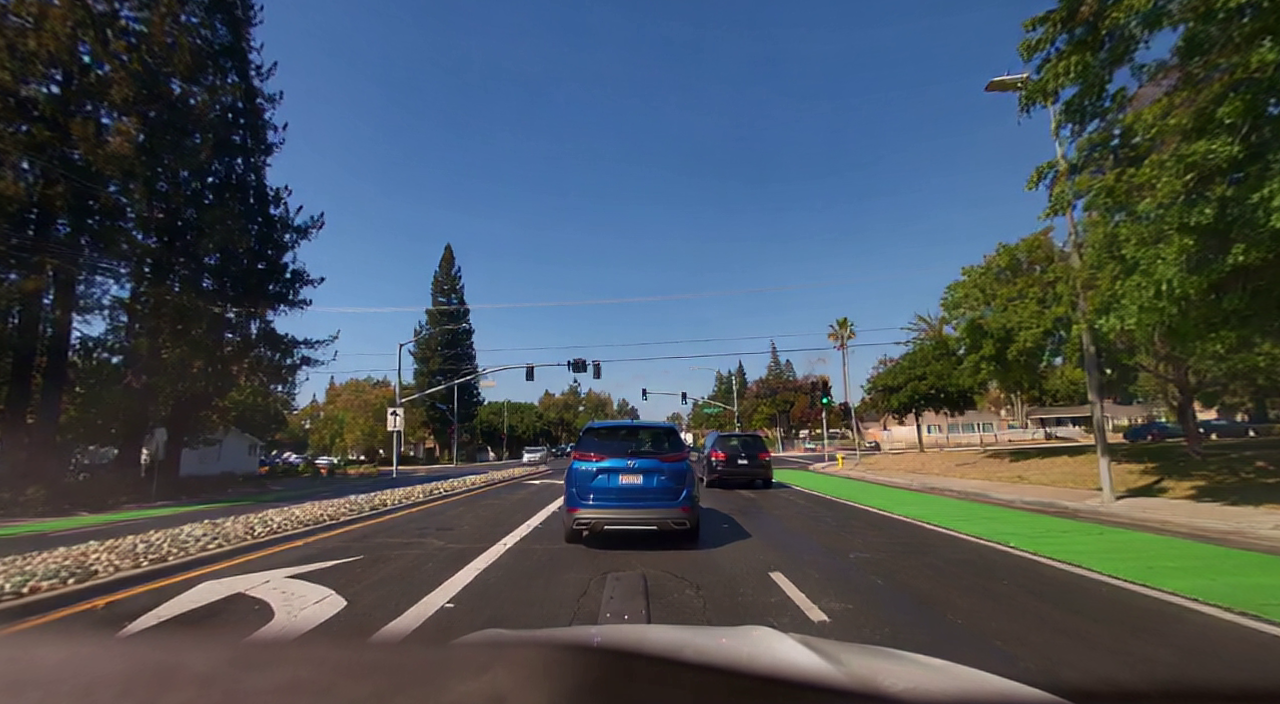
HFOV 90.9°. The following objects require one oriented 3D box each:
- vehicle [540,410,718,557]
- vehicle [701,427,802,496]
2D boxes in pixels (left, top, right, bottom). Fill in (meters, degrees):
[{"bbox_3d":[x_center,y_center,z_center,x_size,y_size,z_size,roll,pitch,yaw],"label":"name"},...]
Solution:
[{"bbox_3d":[-0.110,1.857,9.548,2.109,1.730,3.963,0,-8,1],"label":"vehicle"},{"bbox_3d":[3.187,3.237,19.064,2.189,1.815,4.495,0,-8,0],"label":"vehicle"}]
